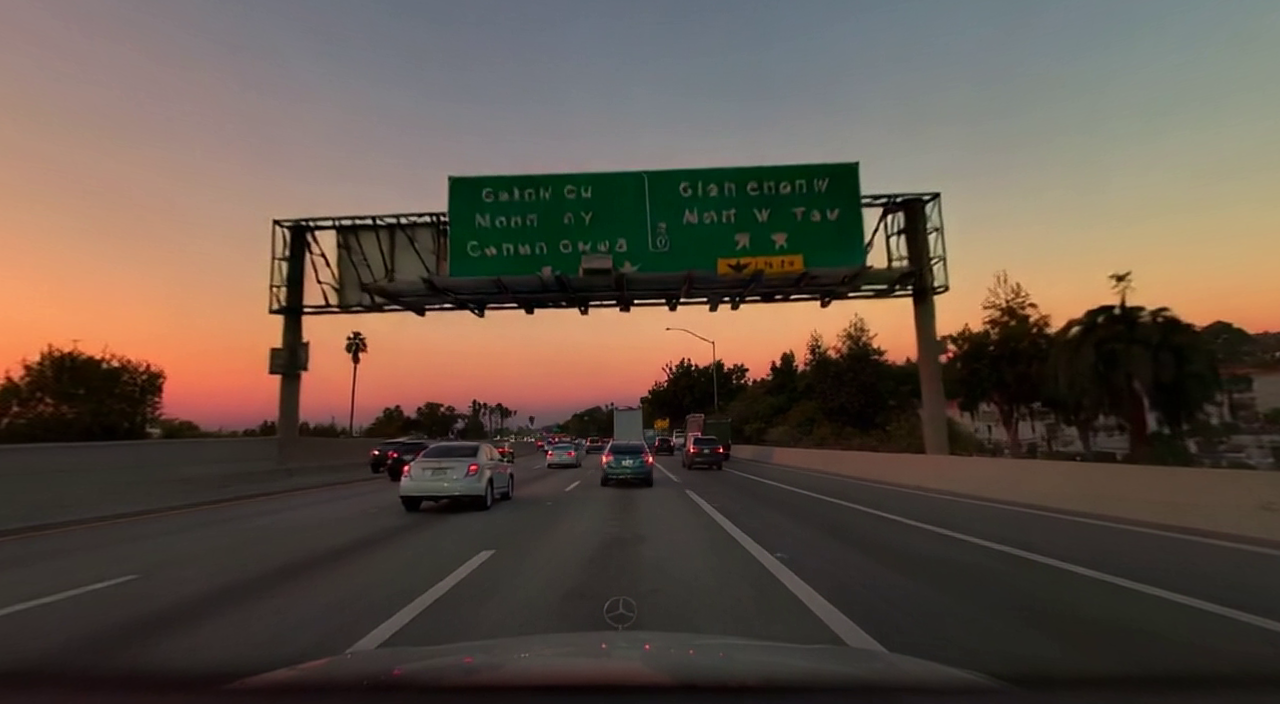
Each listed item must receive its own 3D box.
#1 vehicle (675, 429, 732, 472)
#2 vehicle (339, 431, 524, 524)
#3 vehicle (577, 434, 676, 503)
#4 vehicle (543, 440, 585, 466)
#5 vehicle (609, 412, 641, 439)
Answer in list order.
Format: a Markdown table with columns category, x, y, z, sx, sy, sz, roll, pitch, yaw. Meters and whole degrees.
| category | x | y | z | sx | sy | sz | roll | pitch | yaw |
| --- | --- | --- | --- | --- | --- | --- | --- | --- | --- |
| vehicle | 2.935 | 4.686 | 30.037 | 2.173 | 1.870 | 4.499 | 0 | -8 | -1 |
| vehicle | -3.758 | 2.343 | 12.358 | 2.064 | 1.475 | 4.489 | 0 | -8 | 0 |
| vehicle | -0.307 | 2.829 | 15.724 | 2.136 | 1.470 | 3.971 | 0 | -8 | 0 |
| vehicle | -4.467 | 5.995 | 37.568 | 1.998 | 1.423 | 4.436 | 0 | -8 | 0 |
| vehicle | -1.092 | 5.409 | 46.017 | 2.206 | 1.803 | 4.569 | 0 | -8 | -1 |
